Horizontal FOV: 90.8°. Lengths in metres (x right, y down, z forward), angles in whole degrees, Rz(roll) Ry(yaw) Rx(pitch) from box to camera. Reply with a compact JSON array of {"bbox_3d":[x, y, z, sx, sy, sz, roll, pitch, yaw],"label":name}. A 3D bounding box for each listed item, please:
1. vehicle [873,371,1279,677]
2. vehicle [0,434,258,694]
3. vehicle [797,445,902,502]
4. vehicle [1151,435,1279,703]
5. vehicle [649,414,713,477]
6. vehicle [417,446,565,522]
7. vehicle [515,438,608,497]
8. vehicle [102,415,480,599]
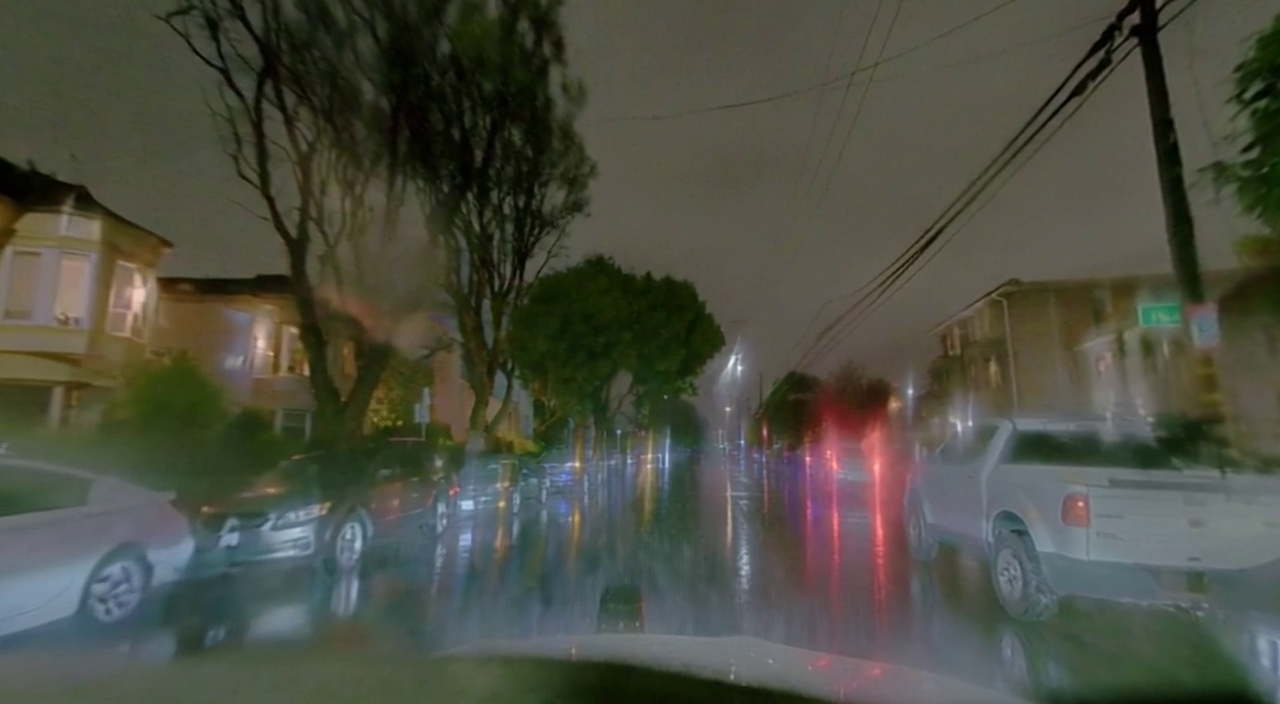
[{"bbox_3d":[4.170,1.410,6.385,2.182,1.900,4.779,-1,-8,5],"label":"vehicle"},{"bbox_3d":[-4.692,1.242,3.706,1.855,1.510,4.406,-1,-8,5],"label":"vehicle"},{"bbox_3d":[6.041,3.513,18.745,1.813,1.468,4.267,0,-8,3],"label":"vehicle"},{"bbox_3d":[3.661,0.860,1.139,1.992,1.456,4.610,-1,-8,6],"label":"vehicle"},{"bbox_3d":[2.265,4.816,32.583,2.716,2.887,6.781,-1,-8,8],"label":"vehicle"},{"bbox_3d":[-3.291,3.015,15.125,1.861,1.474,4.749,-1,-8,7],"label":"vehicle"},{"bbox_3d":[-2.560,3.933,22.159,2.002,1.781,5.380,-1,-8,7],"label":"vehicle"},{"bbox_3d":[-4.193,1.926,8.938,2.203,1.815,4.972,-1,-8,4],"label":"vehicle"}]
